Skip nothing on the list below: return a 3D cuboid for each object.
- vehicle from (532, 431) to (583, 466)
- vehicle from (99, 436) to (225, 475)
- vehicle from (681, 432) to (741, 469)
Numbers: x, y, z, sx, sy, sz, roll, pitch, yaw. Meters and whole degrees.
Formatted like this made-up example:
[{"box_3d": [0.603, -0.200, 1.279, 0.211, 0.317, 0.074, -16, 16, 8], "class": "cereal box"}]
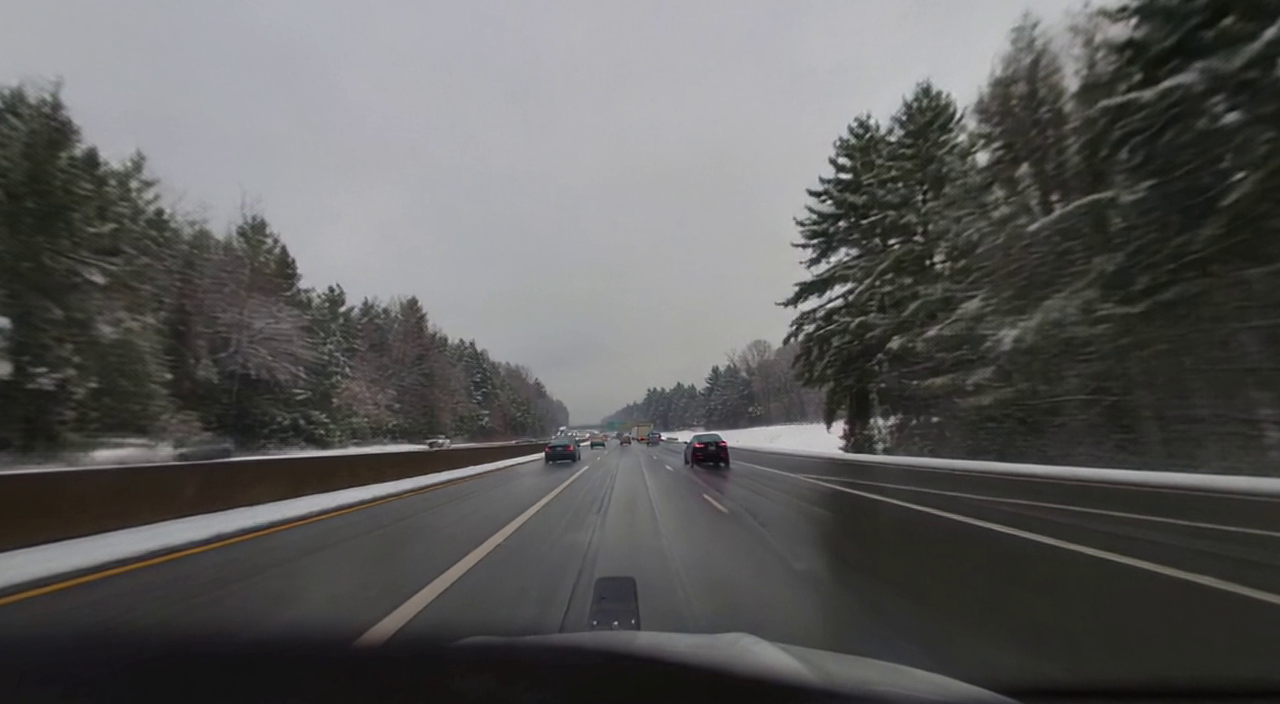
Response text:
[{"box_3d": [-4.076, 4.868, 32.063, 2.011, 1.614, 4.808, 0, -7, -1], "class": "vehicle"}, {"box_3d": [-19.954, 4.295, 26.598, 1.844, 1.468, 4.521, 0, -8, -2], "class": "vehicle"}, {"box_3d": [2.998, 4.221, 27.330, 1.990, 1.480, 3.865, 0, -7, -2], "class": "vehicle"}]
